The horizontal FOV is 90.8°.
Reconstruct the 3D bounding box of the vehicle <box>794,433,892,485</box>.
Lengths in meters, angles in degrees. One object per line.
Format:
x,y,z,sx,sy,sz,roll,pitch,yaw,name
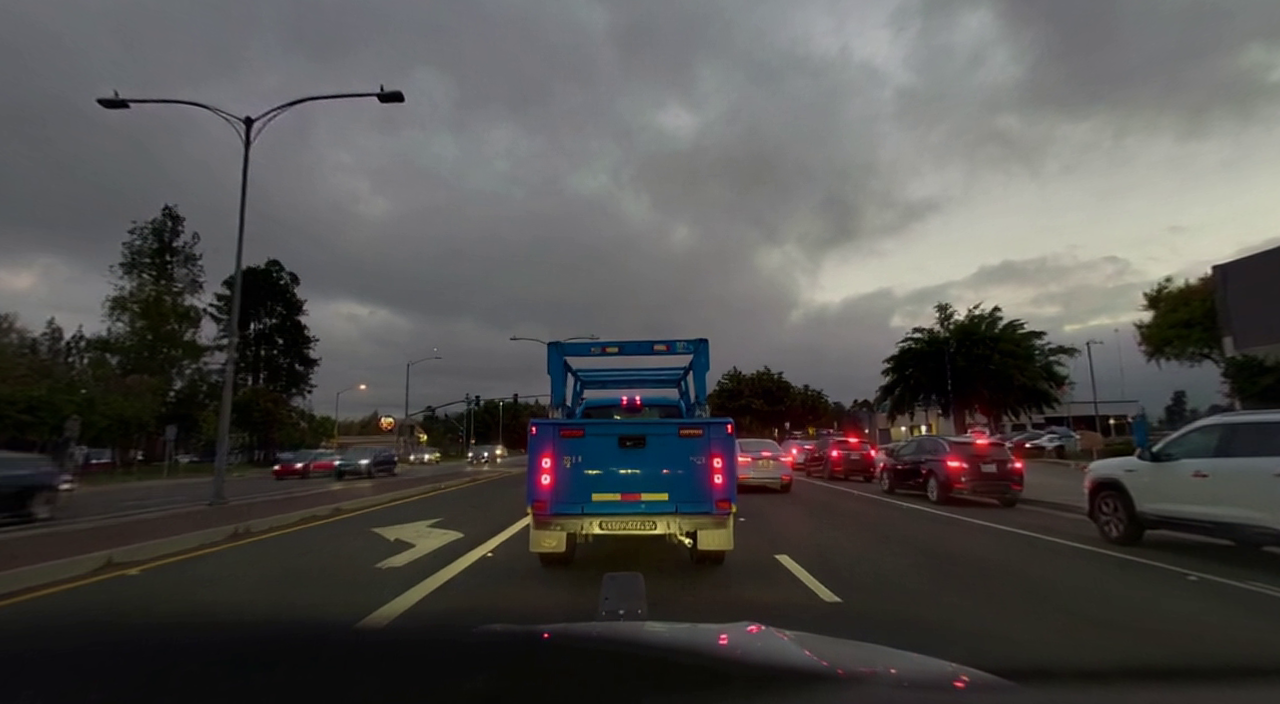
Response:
7.071,3.779,22.572,1.953,1.665,4.327,0,-9,-2,vehicle

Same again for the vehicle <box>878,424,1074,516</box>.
7.066,2.517,13.941,1.931,1.692,4.267,0,-9,0,vehicle

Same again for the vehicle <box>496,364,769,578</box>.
-0.115,1.591,9.188,2.682,2.117,5.706,0,-9,-1,vehicle

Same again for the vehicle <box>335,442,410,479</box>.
-12.060,4.907,28.742,1.781,1.558,3.688,0,-9,-1,vehicle

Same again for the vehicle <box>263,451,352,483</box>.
-15.613,5.381,29.929,1.854,1.364,4.357,0,-9,0,vehicle

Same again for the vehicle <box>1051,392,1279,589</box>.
6.827,1.380,6.559,2.023,1.771,4.488,0,-9,-1,vehicle
